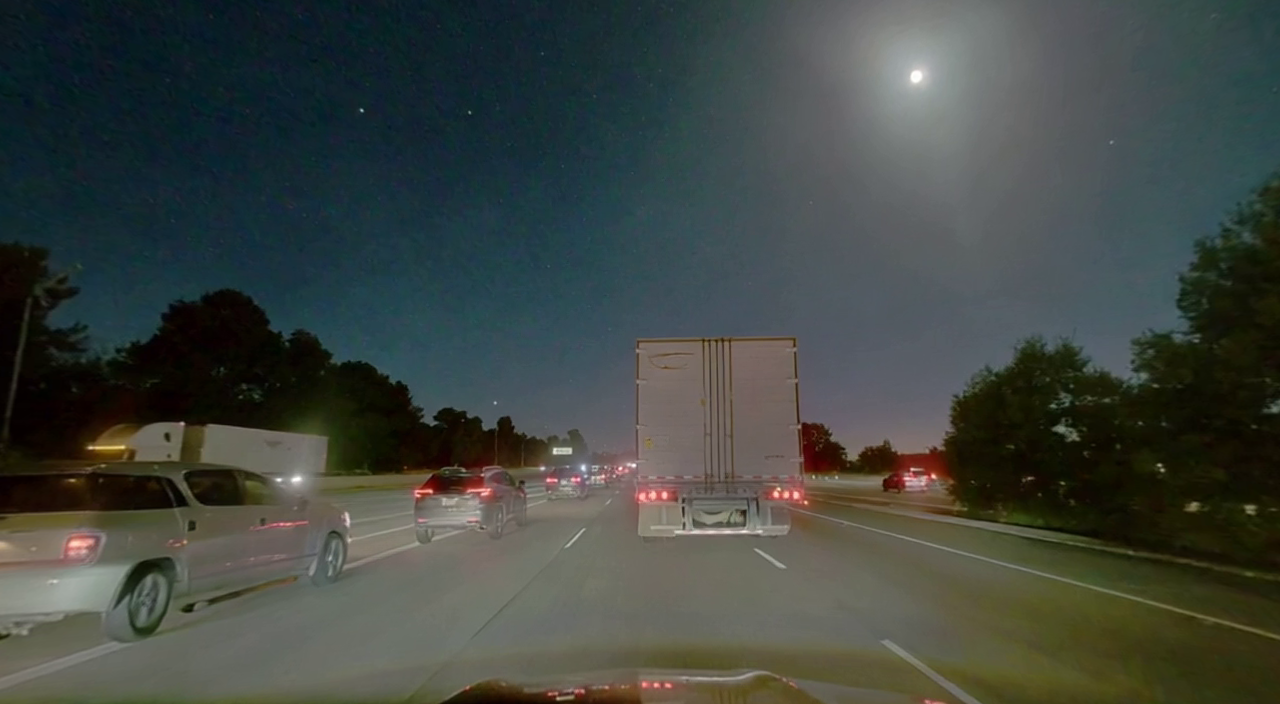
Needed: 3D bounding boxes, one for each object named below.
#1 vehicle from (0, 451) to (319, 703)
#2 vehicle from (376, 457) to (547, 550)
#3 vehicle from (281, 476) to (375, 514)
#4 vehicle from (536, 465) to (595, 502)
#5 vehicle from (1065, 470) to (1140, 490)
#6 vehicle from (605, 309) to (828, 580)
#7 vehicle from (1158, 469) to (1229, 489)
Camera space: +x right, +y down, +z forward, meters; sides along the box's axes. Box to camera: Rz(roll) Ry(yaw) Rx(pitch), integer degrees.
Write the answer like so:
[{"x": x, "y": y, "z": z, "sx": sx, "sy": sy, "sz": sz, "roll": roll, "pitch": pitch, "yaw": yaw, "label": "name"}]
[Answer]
[{"x": -4.294, "y": 1.342, "z": 3.982, "sx": 2.043, "sy": 1.391, "sz": 4.515, "roll": 0, "pitch": -11, "yaw": 1, "label": "vehicle"}, {"x": -3.352, "y": 2.983, "z": 12.974, "sx": 1.983, "sy": 1.509, "sz": 4.679, "roll": 0, "pitch": -11, "yaw": 2, "label": "vehicle"}, {"x": -13.614, "y": 6.231, "z": 27.768, "sx": 1.803, "sy": 1.435, "sz": 4.256, "roll": 0, "pitch": -11, "yaw": 2, "label": "vehicle"}, {"x": -3.271, "y": 5.932, "z": 28.608, "sx": 1.964, "sy": 1.482, "sz": 4.371, "roll": 0, "pitch": -11, "yaw": 2, "label": "vehicle"}, {"x": 36.562, "y": 10.113, "z": 49.889, "sx": 4.299, "sy": 1.465, "sz": 1.807, "roll": -1, "pitch": -11, "yaw": 8, "label": "vehicle"}, {"x": 1.142, "y": 1.947, "z": 12.634, "sx": 2.831, "sy": 3.529, "sz": 8.689, "roll": 0, "pitch": -11, "yaw": 2, "label": "vehicle"}, {"x": 43.814, "y": 10.085, "z": 49.891, "sx": 3.974, "sy": 1.485, "sz": 1.709, "roll": 1, "pitch": -11, "yaw": -3, "label": "vehicle"}]
